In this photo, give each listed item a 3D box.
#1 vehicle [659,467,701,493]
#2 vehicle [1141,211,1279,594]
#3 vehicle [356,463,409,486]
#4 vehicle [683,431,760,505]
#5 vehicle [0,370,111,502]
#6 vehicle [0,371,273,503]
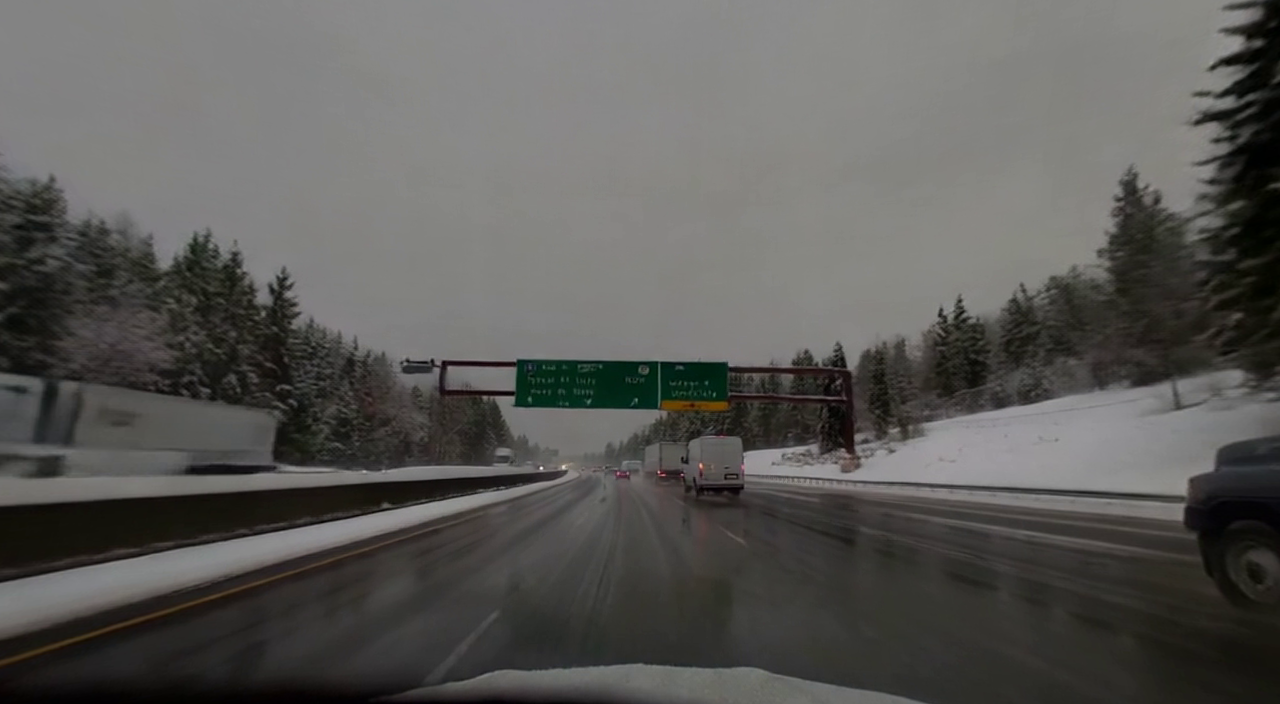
[{"bbox_3d":[2.316,7.596,37.462,2.081,1.453,4.300,1,-10,-2],"label":"vehicle"},{"bbox_3d":[8.200,0.306,5.291,2.973,3.981,5.821,0,-10,2],"label":"vehicle"},{"bbox_3d":[-17.877,8.518,43.848,1.950,1.499,4.151,1,-10,-1],"label":"vehicle"},{"bbox_3d":[3.141,4.704,25.534,2.291,2.639,5.280,1,-10,-2],"label":"vehicle"},{"bbox_3d":[-21.108,2.713,20.063,2.923,3.992,5.858,1,-10,0],"label":"vehicle"},{"bbox_3d":[-21.264,3.893,26.588,2.909,4.066,14.514,1,-10,-1],"label":"vehicle"}]
